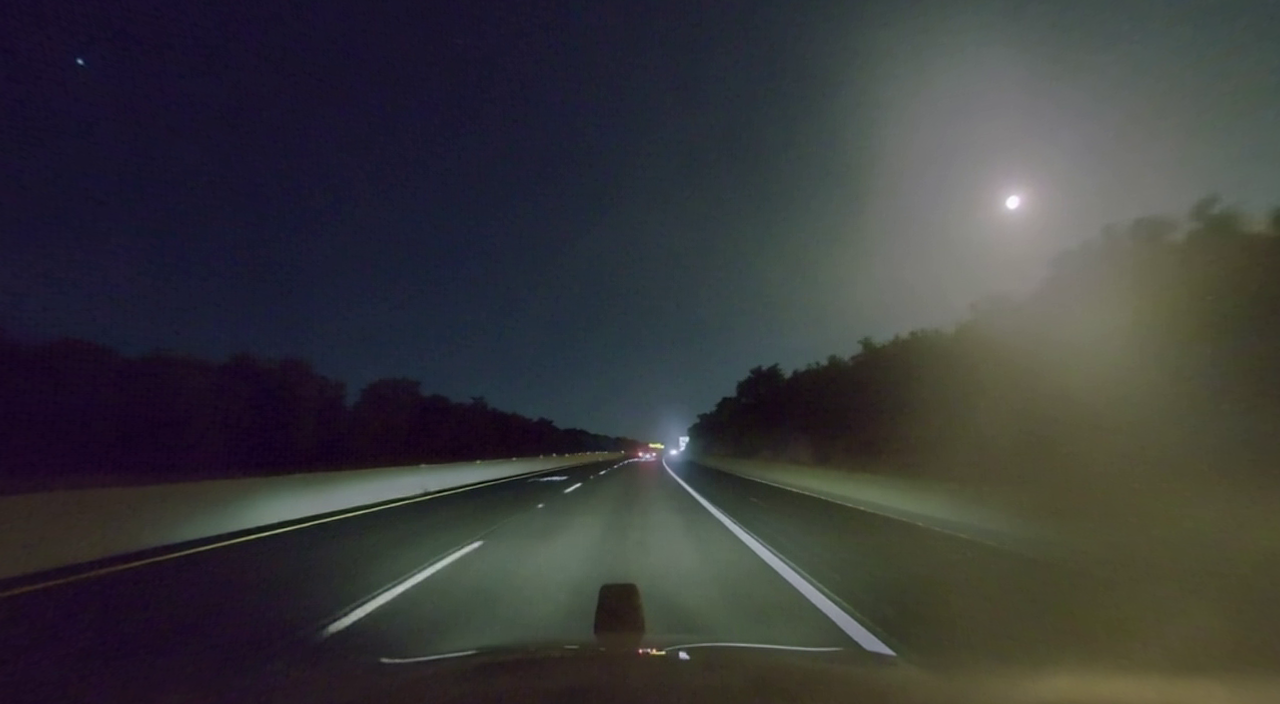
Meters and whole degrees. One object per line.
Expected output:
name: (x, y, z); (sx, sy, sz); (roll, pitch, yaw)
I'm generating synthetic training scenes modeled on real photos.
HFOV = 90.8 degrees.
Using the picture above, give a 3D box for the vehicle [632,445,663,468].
vehicle: (0.598, 7.837, 47.526); (2.221, 1.603, 4.149); (0, -9, 1)
